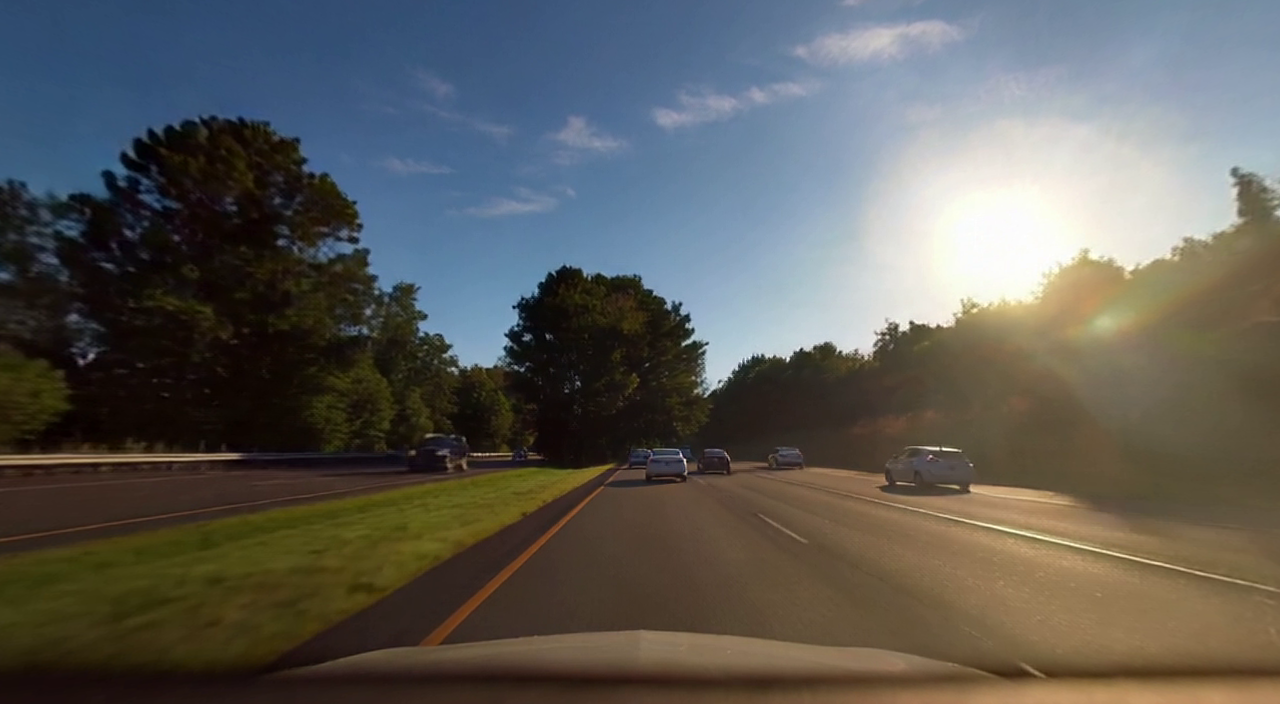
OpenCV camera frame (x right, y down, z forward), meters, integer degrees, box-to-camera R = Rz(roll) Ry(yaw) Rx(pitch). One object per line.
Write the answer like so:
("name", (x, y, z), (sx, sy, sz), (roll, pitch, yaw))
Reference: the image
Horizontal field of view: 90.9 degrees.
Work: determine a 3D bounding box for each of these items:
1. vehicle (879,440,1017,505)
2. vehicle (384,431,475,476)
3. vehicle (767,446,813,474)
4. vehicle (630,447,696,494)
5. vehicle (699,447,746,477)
("vehicle", (8.261, 3.249, 17.336), (1.847, 1.554, 3.752), (0, -9, -1))
("vehicle", (-8.470, 4.145, 25.863), (2.039, 1.648, 4.621), (-1, -9, 1))
("vehicle", (9.264, 6.696, 39.238), (1.957, 1.594, 3.632), (0, -9, 0))
("vehicle", (0.722, 3.971, 21.378), (2.020, 1.426, 3.702), (0, -9, 0))
("vehicle", (4.469, 6.023, 34.748), (1.981, 1.518, 4.029), (0, -9, 0))
